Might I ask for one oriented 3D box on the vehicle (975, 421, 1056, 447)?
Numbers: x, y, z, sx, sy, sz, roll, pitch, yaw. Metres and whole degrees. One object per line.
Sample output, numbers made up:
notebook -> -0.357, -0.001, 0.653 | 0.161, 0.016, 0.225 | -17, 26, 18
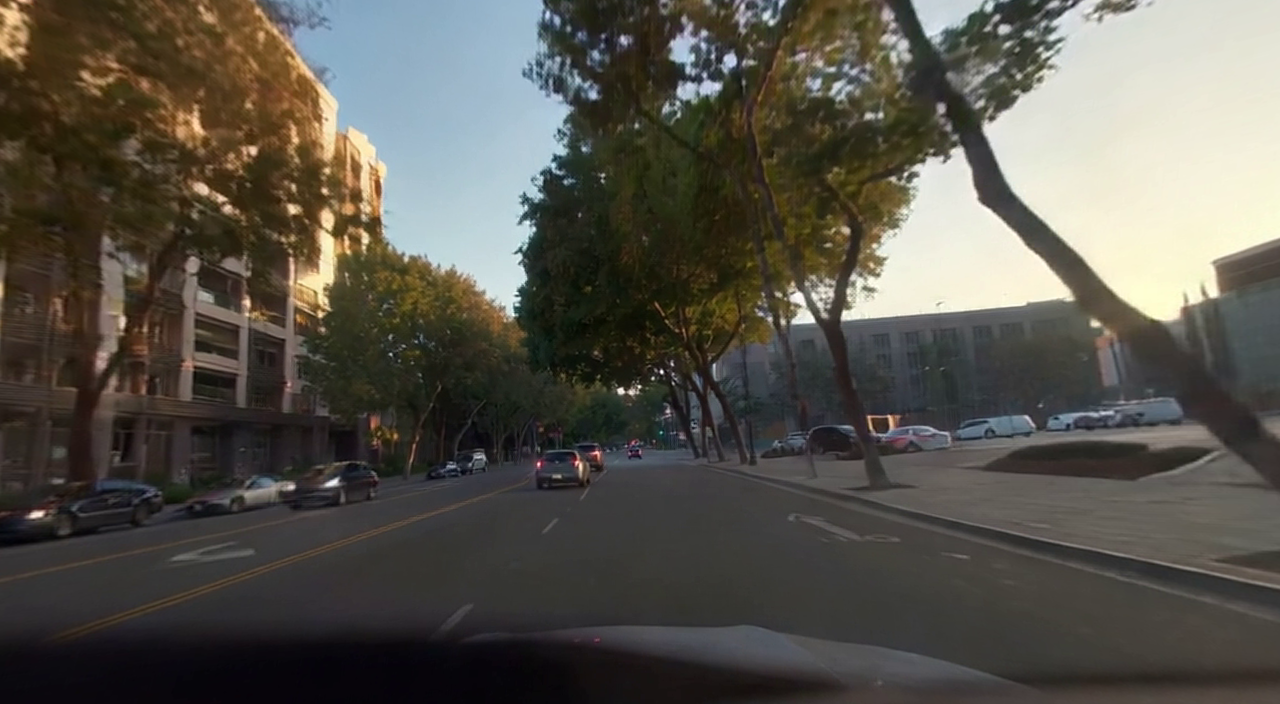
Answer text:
vehicle -> 25.558, 5.589, 43.057 | 4.439, 1.688, 2.101 | 1, -9, -14

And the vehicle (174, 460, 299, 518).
vehicle -> -16.112, 5.439, 25.591 | 2.079, 1.847, 4.592 | -4, -9, 0

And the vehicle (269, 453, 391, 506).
vehicle -> -10.174, 4.175, 21.151 | 1.884, 1.518, 4.380 | 0, -8, -1

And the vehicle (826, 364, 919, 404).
vehicle -> 11.584, 1.622, 31.681 | 3.826, 1.601, 1.807 | -4, -8, -4

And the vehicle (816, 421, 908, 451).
vehicle -> 12.872, 4.935, 36.897 | 4.619, 1.626, 2.121 | -1, -9, 3

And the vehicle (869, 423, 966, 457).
vehicle -> 12.568, 3.977, 28.731 | 3.527, 1.496, 1.836 | 0, -7, -3

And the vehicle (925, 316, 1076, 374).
vehicle -> 11.712, -0.199, 20.723 | 3.827, 1.556, 1.730 | -1, -10, 0

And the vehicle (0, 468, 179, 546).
vehicle -> -16.064, 4.374, 18.419 | 1.897, 1.805, 4.538 | 0, -8, -2

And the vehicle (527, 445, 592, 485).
vehicle -> -3.088, 4.437, 25.118 | 2.051, 1.454, 4.132 | 0, -8, 0

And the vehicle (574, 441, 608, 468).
vehicle -> -3.553, 7.574, 46.936 | 2.190, 1.840, 4.720 | 0, -8, 0
